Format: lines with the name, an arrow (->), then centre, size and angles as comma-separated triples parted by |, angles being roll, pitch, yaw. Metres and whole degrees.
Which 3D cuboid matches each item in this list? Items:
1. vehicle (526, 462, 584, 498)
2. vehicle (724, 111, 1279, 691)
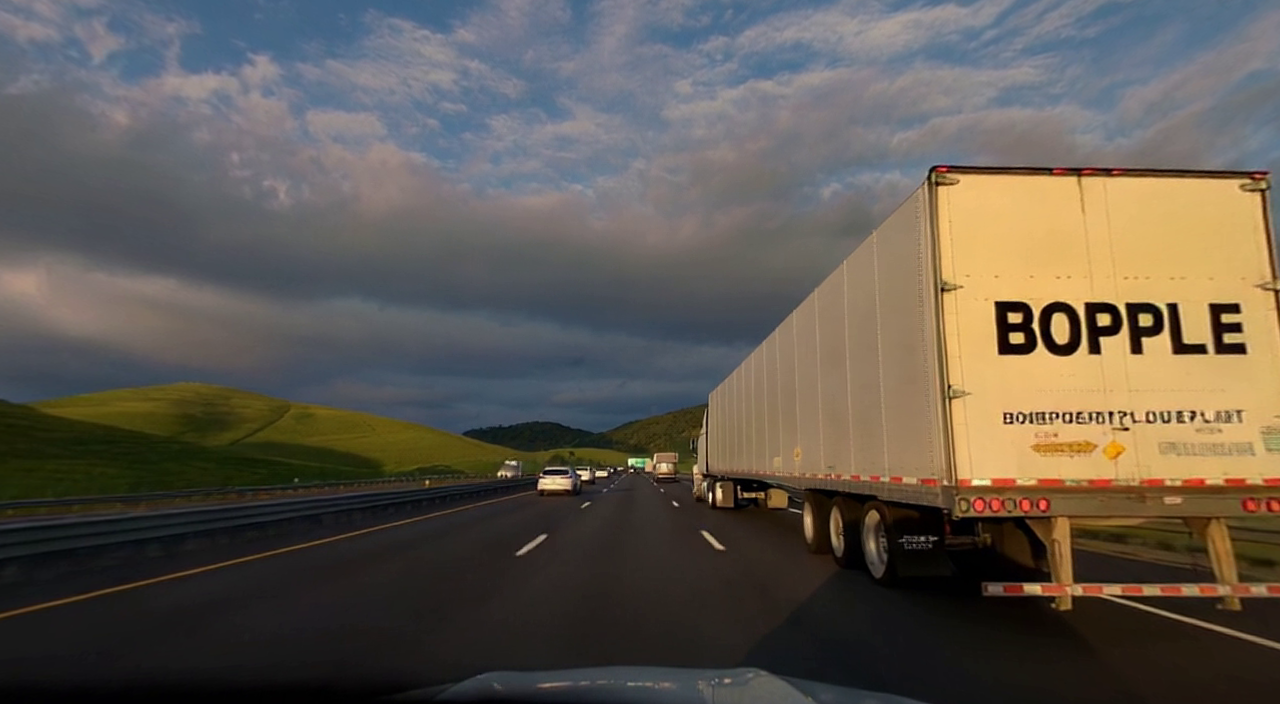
vehicle -> -4.041, 6.243, 30.823 | 2.088, 1.566, 4.853 | 0, -11, 1
vehicle -> 3.880, 1.469, 11.322 | 2.839, 4.062, 14.051 | 1, -11, 0
